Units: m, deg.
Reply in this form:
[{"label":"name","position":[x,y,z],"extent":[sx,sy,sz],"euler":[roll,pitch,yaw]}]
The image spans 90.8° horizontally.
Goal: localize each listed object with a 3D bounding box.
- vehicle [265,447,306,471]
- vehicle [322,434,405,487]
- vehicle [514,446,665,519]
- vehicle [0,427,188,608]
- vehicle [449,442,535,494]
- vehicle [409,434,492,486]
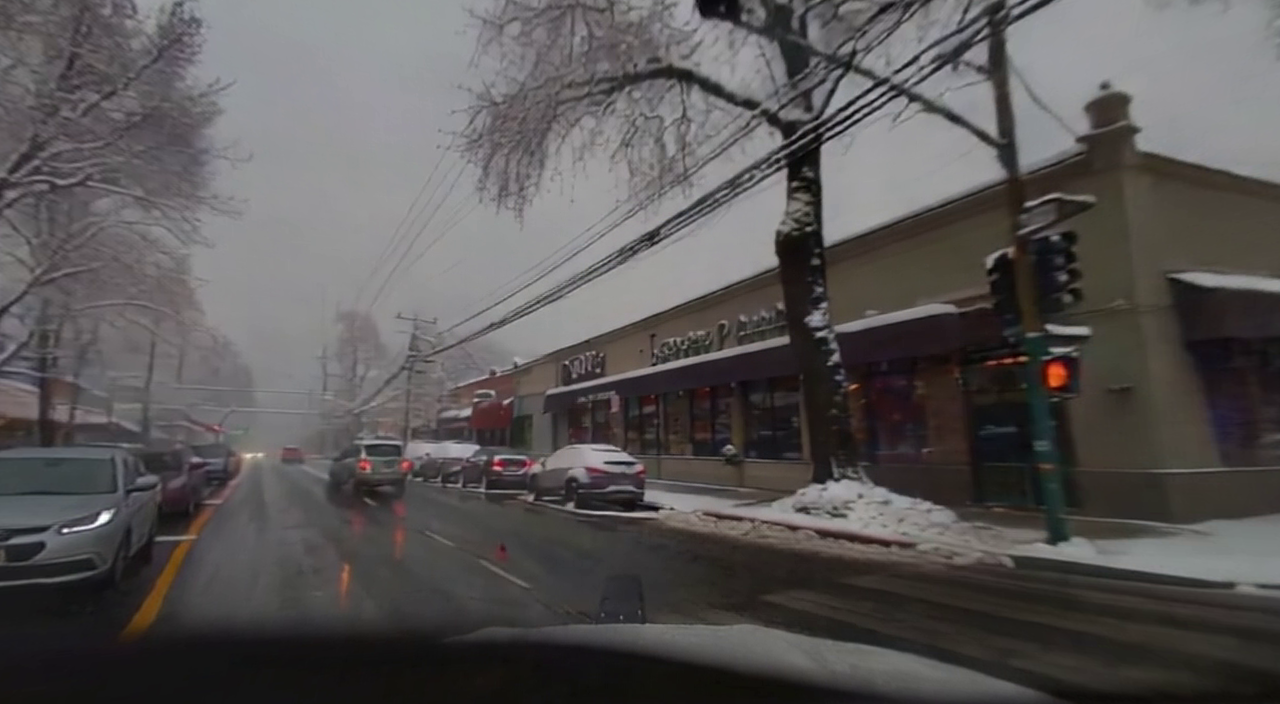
[{"label":"vehicle","position":[-23.118,6.911,41.072],"extent":[2.050,1.400,4.666],"euler":[5,-10,-31]},{"label":"vehicle","position":[-11.291,4.344,25.619],"extent":[2.440,1.882,4.611],"euler":[5,-10,-30]},{"label":"vehicle","position":[-1.491,3.230,16.297],"extent":[2.059,1.550,4.703],"euler":[4,-10,-29]},{"label":"vehicle","position":[-7.189,1.829,7.770],"extent":[2.087,1.646,4.563],"euler":[4,-10,-29]},{"label":"vehicle","position":[-5.488,4.172,23.122],"extent":[1.882,1.704,4.055],"euler":[5,-10,-30]},{"label":"vehicle","position":[-8.386,4.666,27.592],"extent":[2.243,1.992,5.087],"euler":[5,-10,-30]}]
